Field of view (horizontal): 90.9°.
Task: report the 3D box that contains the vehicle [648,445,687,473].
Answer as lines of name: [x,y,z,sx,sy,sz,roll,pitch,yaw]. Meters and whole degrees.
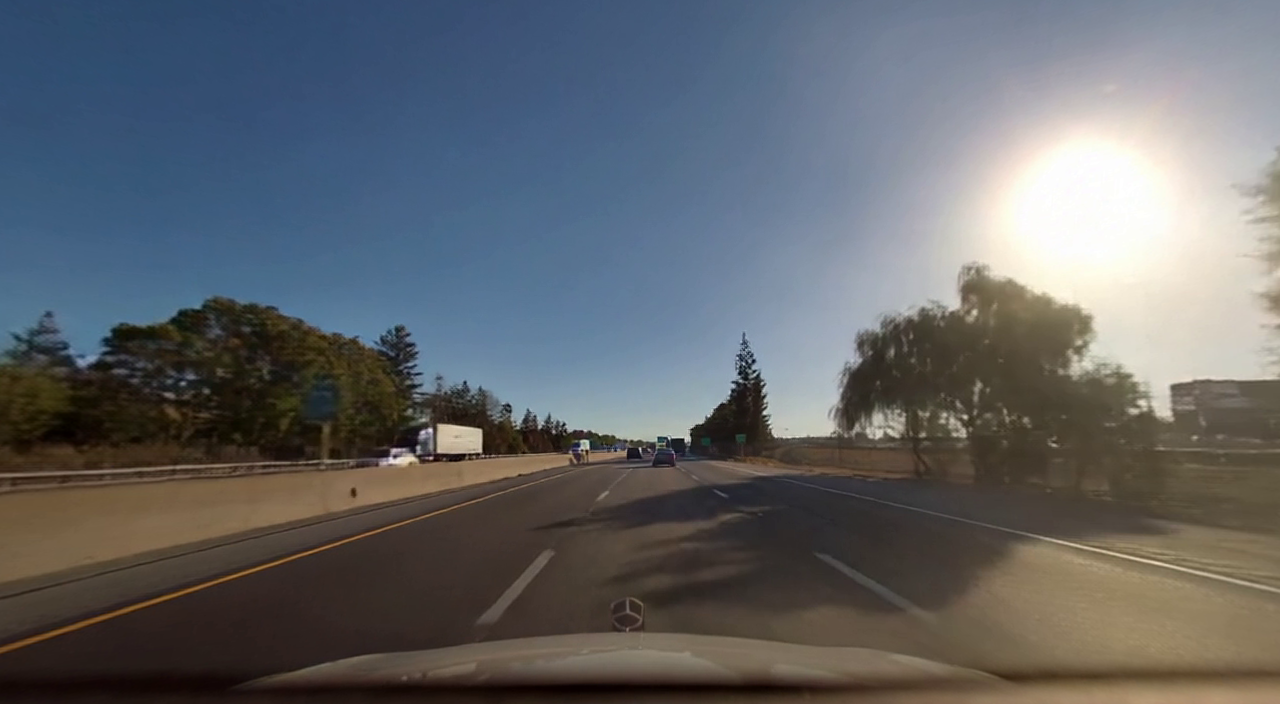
vehicle: [1.674,6.717,39.619,2.231,1.652,4.503,0,-9,0]

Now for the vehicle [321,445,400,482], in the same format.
vehicle: [-14.541,5.809,33.067,1.893,1.797,4.648,0,-9,1]
